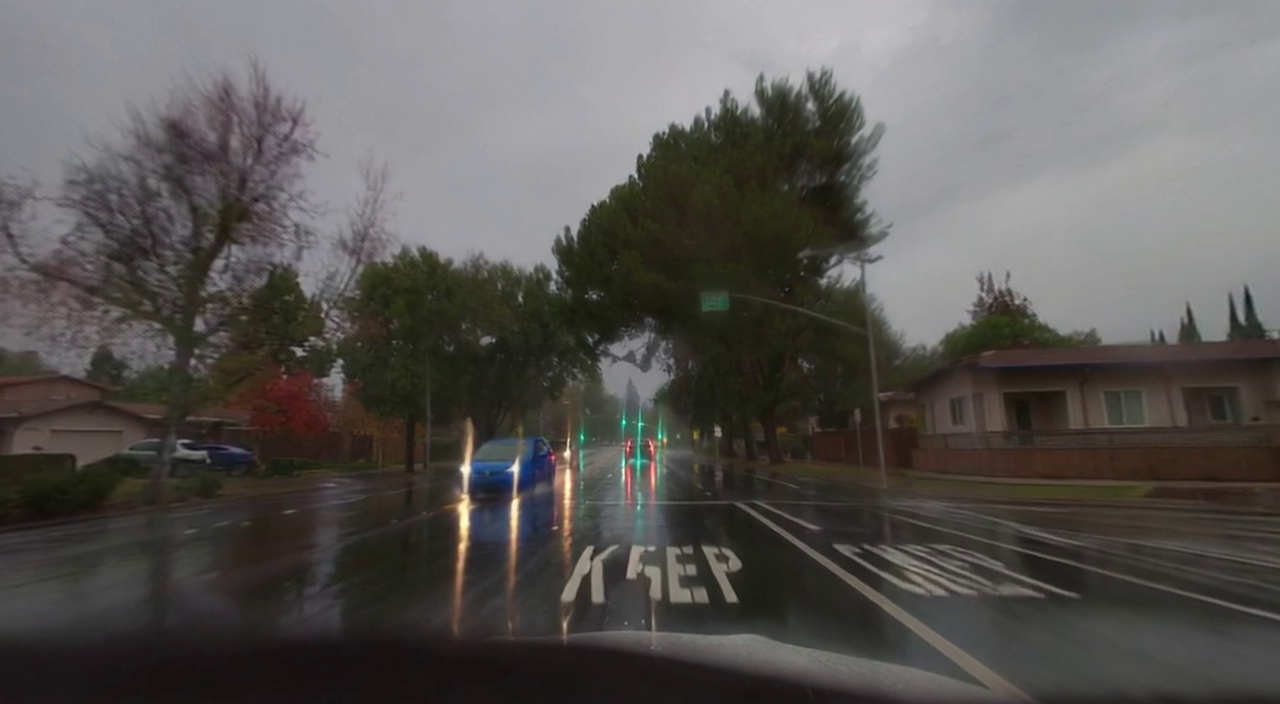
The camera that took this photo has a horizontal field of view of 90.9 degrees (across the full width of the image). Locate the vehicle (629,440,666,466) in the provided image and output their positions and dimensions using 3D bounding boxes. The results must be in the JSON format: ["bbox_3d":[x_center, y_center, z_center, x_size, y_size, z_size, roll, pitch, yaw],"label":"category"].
[{"bbox_3d":[0.452,6.373,39.952,2.226,1.505,4.128,0,-8,0],"label":"vehicle"}]

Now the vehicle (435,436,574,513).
[{"bbox_3d":[-2.885,2.745,14.735,2.158,1.469,4.909,0,-8,0],"label":"vehicle"}]

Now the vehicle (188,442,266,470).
[{"bbox_3d":[-23.606,5.941,36.194,1.894,1.508,3.783,0,-8,0],"label":"vehicle"}]

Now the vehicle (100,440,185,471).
[{"bbox_3d":[-29.063,6.027,36.944,1.838,1.685,3.766,0,-8,1],"label":"vehicle"}]

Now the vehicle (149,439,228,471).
[{"bbox_3d":[-26.141,5.944,36.638,1.919,1.701,3.695,0,-8,-2],"label":"vehicle"}]
